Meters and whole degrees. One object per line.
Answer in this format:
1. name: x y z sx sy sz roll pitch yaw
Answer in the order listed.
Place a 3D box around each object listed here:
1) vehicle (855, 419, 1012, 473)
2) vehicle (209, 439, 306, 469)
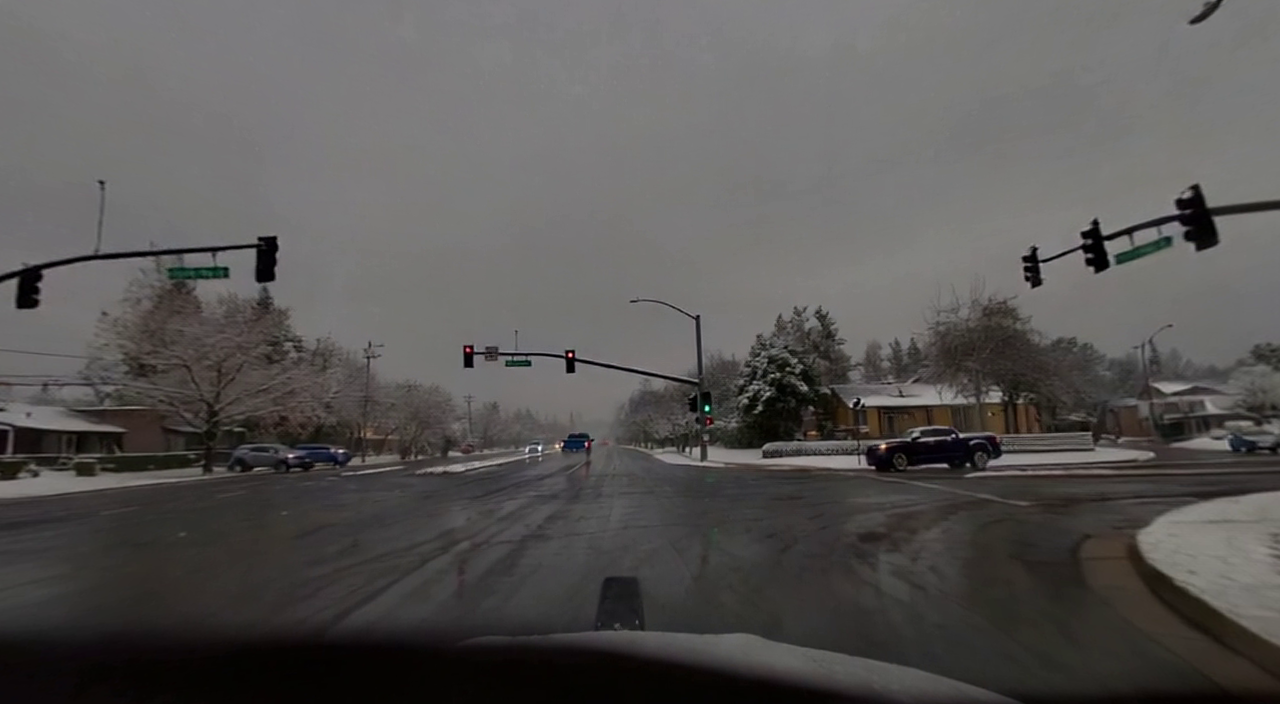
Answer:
1. vehicle: 10.217 3.298 22.282 4.500 1.761 1.975 0 -8 -1
2. vehicle: -23.876 6.381 39.529 4.772 1.745 2.058 -1 -8 4
